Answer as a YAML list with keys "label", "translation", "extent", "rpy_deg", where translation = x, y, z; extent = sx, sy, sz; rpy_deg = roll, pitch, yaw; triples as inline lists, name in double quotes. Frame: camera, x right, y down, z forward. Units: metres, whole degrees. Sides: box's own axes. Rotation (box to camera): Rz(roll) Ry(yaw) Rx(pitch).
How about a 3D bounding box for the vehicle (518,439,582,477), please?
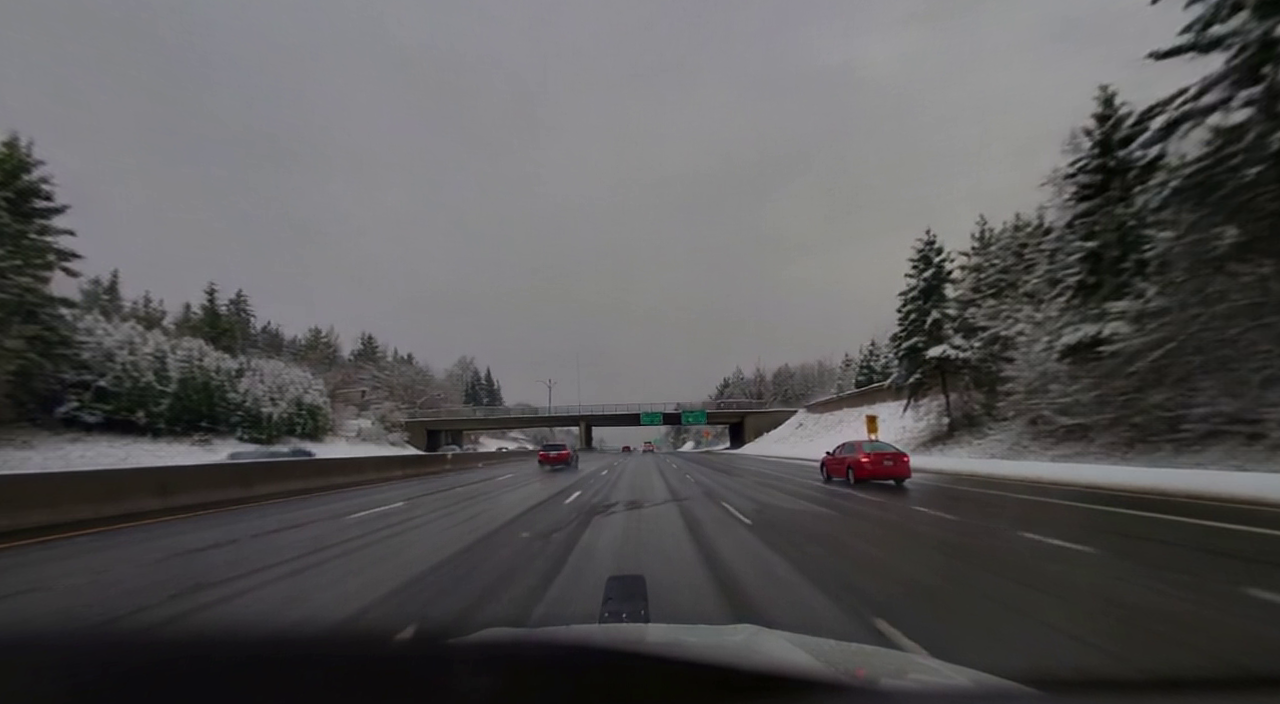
- label: "vehicle"
  translation: [-3.956, 4.747, 28.530]
  extent: [2.085, 1.533, 4.861]
  rpy_deg: [0, -8, 1]

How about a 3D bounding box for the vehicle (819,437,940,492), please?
- label: "vehicle"
  translation: [7.179, 3.408, 19.490]
  extent: [1.914, 1.465, 4.574]
  rpy_deg: [0, -8, -1]

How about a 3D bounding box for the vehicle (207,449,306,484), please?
- label: "vehicle"
  translation: [-17.545, 5.225, 29.134]
  extent: [1.820, 1.487, 4.311]
  rpy_deg: [0, -8, 1]
